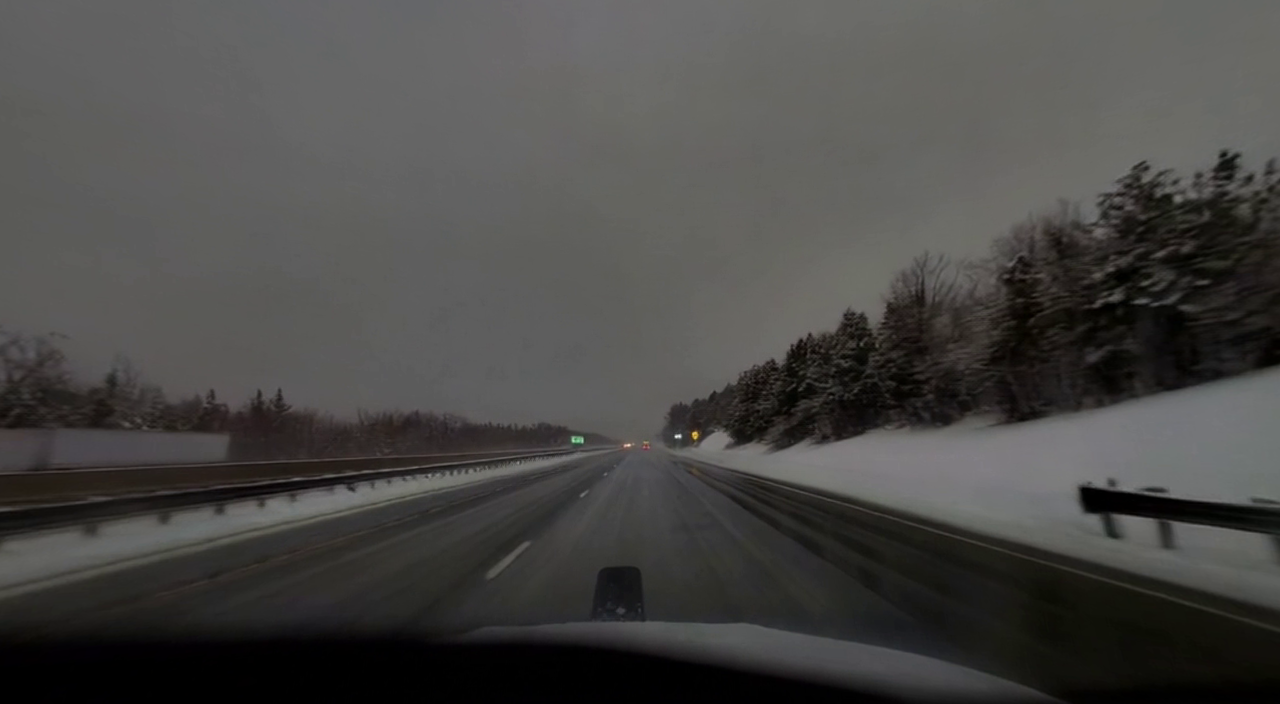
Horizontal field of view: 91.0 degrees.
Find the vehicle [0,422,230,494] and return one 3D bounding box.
[{"bbox_3d":[-36.422,7.447,45.091,2.972,4.186,16.376,0,-9,1],"label":"vehicle"}]
